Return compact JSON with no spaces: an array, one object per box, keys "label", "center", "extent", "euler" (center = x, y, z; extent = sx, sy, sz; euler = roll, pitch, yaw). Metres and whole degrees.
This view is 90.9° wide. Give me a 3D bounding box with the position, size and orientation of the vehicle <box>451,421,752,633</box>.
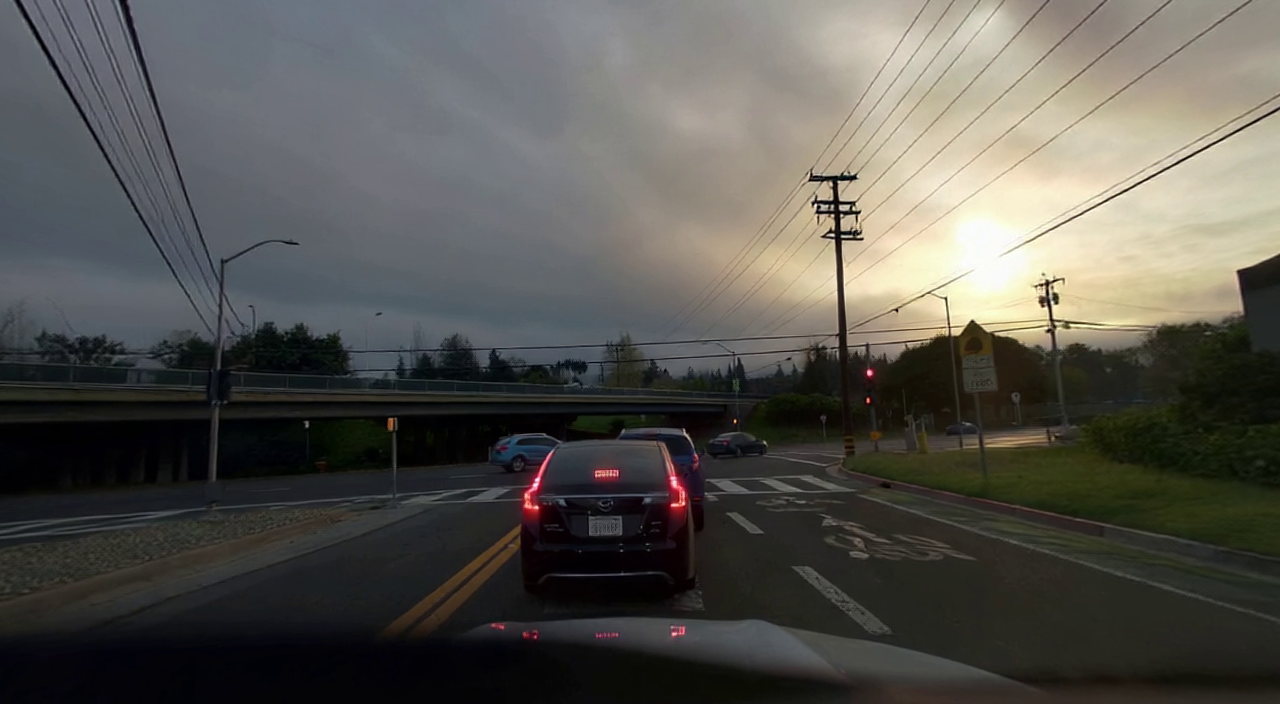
[{"label":"vehicle","center":[-0.230,1.527,6.468],"extent":[2.090,1.458,4.033],"euler":[-1,-9,1]}]
